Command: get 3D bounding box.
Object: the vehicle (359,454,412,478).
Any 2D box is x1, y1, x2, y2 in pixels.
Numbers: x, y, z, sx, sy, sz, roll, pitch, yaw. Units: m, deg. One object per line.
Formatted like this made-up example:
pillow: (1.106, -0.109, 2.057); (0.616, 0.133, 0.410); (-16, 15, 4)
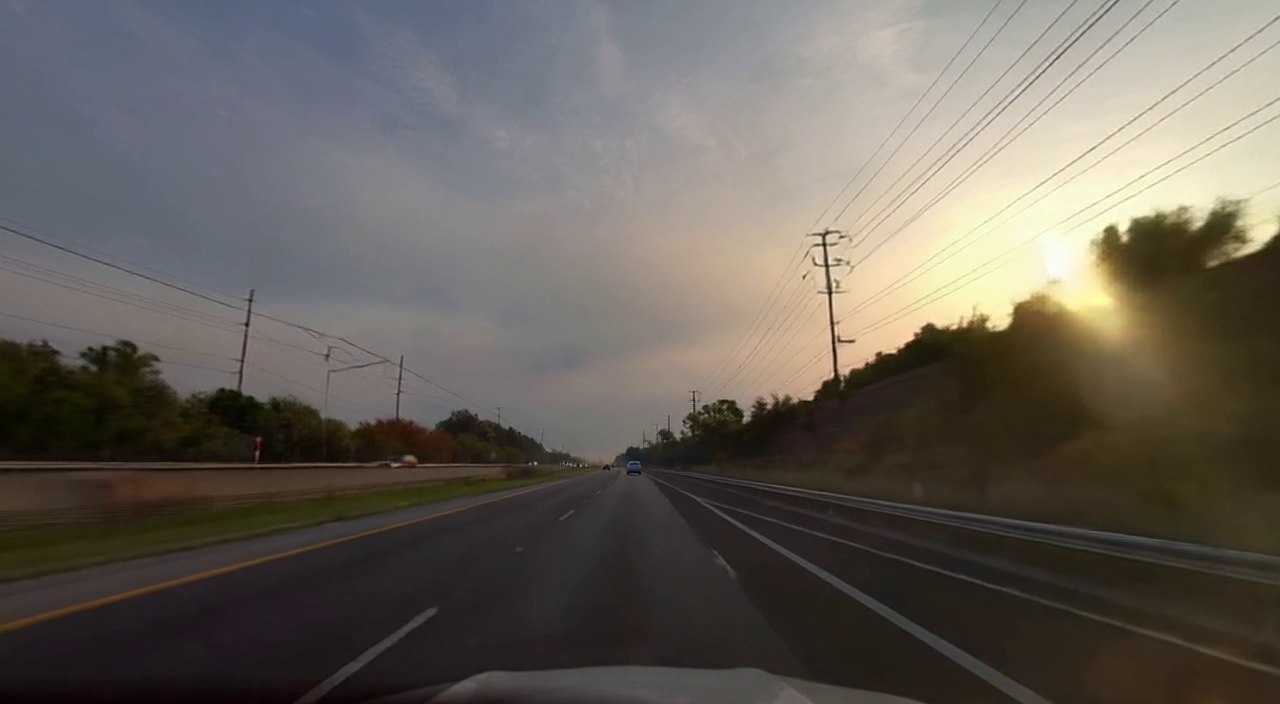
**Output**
vehicle: (-16.660, 7.510, 41.459); (1.859, 1.483, 3.979); (1, -11, -1)
